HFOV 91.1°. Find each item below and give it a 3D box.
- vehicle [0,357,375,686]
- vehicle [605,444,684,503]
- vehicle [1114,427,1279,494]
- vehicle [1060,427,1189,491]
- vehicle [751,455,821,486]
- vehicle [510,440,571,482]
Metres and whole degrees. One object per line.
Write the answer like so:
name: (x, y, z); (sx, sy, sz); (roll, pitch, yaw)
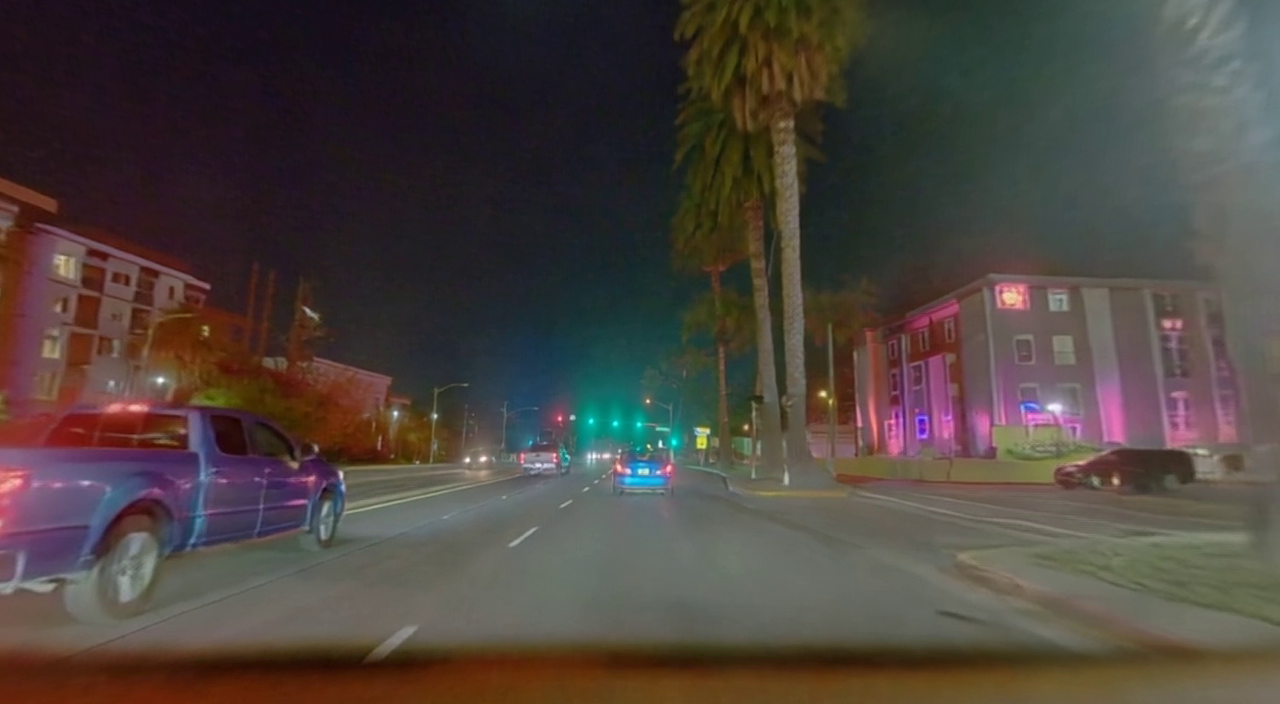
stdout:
vehicle: (-4.862, 1.313, 5.786); (2.187, 1.904, 6.103); (0, -9, 0)
vehicle: (0.074, 3.586, 18.962); (2.122, 1.562, 4.152); (0, -9, -1)
vehicle: (38.889, 7.427, 42.944); (10.136, 4.260, 3.014); (0, -9, 2)
vehicle: (32.995, 7.324, 42.987); (5.858, 4.169, 3.001); (-1, -10, 2)
vehicle: (6.721, 5.357, 28.718); (2.949, 1.209, 3.070); (-1, -9, 15)
vehicle: (-5.193, 5.800, 33.836); (2.447, 2.062, 5.911); (0, -9, -1)
